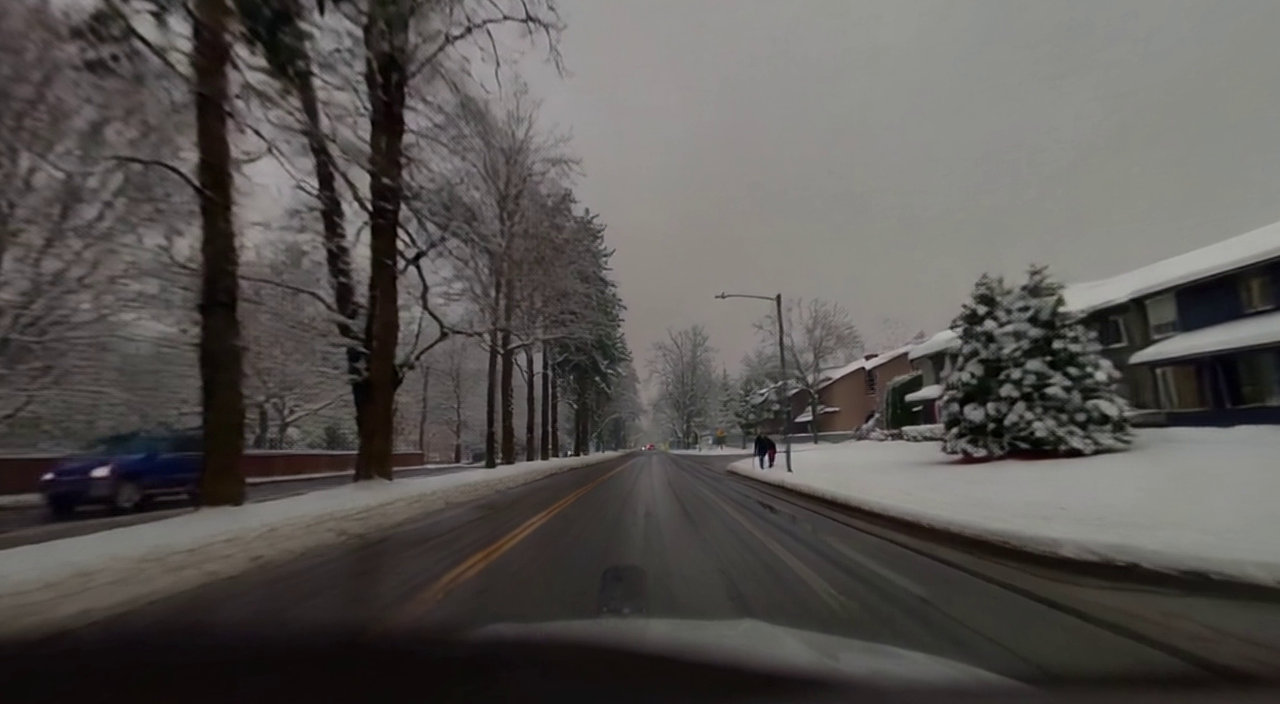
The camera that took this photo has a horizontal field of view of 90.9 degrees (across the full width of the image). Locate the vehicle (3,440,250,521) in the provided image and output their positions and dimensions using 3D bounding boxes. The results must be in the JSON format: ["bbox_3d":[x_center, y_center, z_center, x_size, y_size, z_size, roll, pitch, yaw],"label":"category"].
[{"bbox_3d":[-12.005,2.988,15.303,2.193,1.628,4.560,0,-8,-1],"label":"vehicle"}]
